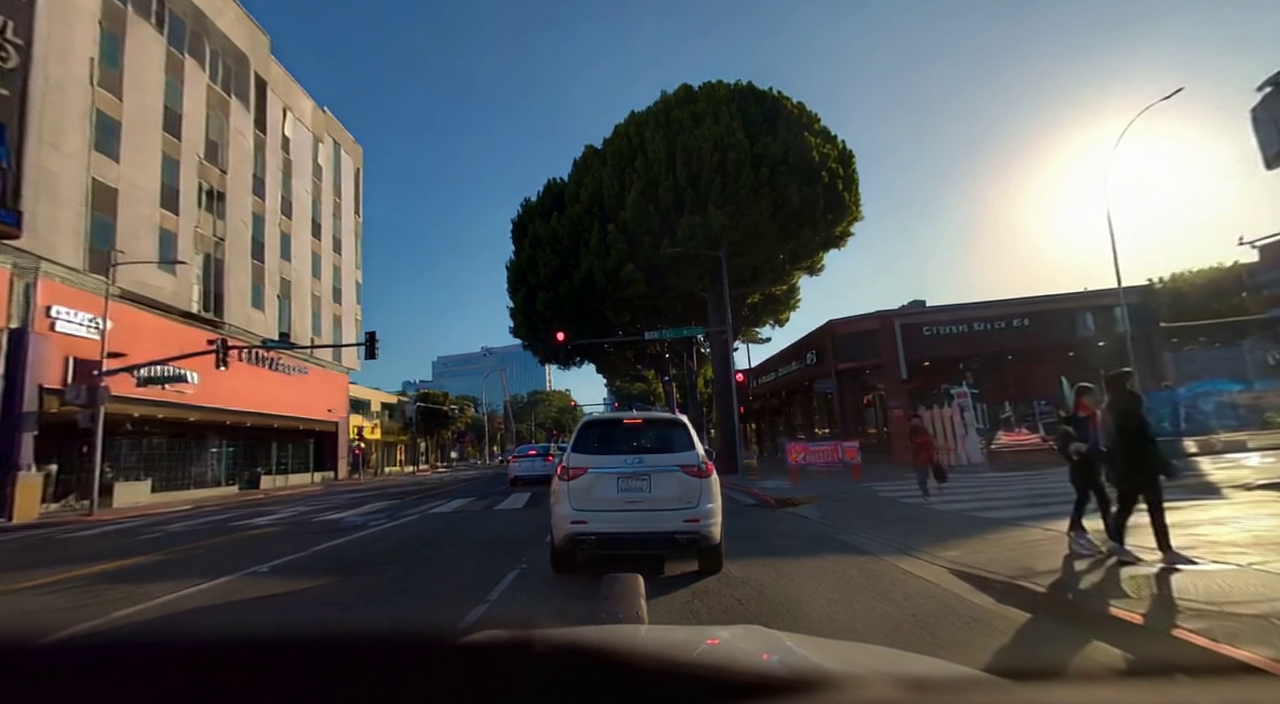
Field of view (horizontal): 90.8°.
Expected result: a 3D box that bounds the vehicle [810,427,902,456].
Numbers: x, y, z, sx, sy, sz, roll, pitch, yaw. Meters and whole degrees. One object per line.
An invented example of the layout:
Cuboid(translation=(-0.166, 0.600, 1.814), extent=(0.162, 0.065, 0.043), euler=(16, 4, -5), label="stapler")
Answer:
Cuboid(translation=(11.857, 4.960, 34.880), extent=(4.426, 1.490, 1.862), euler=(-1, -8, 4), label="vehicle")

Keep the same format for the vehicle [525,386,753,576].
Cuboid(translation=(-0.117, 1.685, 9.032), extent=(2.352, 1.953, 4.796), euler=(0, -8, -3), label="vehicle")
